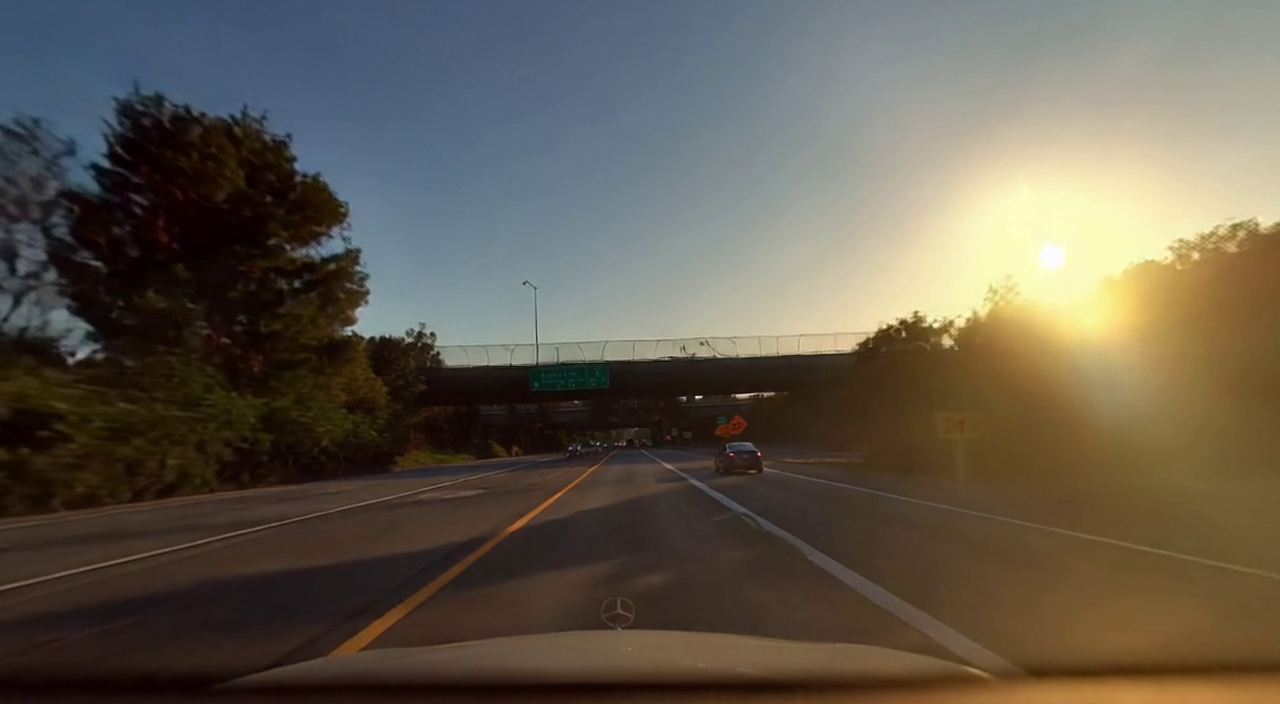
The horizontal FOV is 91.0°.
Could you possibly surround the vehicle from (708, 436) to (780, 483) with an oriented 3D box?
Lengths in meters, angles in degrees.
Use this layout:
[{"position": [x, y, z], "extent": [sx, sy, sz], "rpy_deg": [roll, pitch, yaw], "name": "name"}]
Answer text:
[{"position": [3.512, 3.694, 21.904], "extent": [1.781, 1.470, 3.540], "rpy_deg": [0, -8, -1], "name": "vehicle"}]
